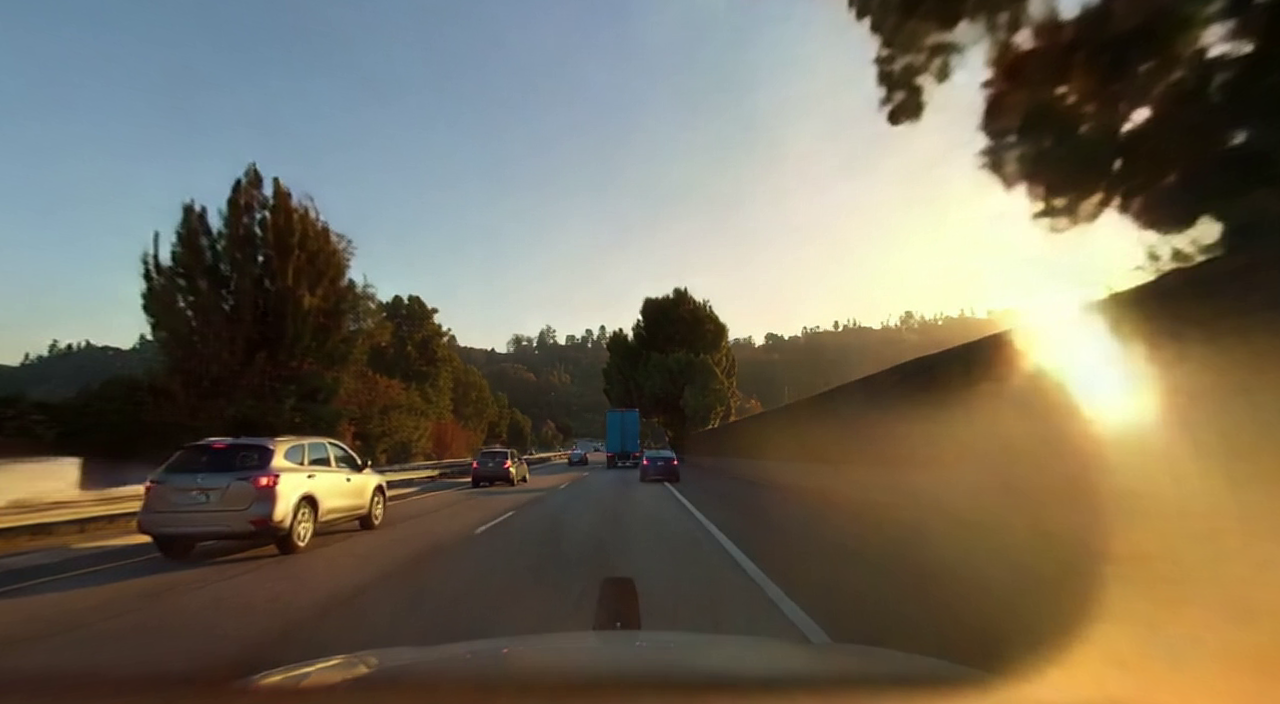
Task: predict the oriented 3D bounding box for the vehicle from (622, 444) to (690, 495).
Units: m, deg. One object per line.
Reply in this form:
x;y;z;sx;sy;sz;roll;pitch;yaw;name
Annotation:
0.456;3.838;20.823;2.026;1.489;4.045;0;-9;-1;vehicle

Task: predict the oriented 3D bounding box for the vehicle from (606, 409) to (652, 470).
-0.953;6.746;47.688;3.113;4.066;10.786;0;-9;-2;vehicle

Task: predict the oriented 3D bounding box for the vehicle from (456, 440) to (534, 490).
-5.353;4.228;23.762;2.035;1.664;4.064;0;-9;-1;vehicle

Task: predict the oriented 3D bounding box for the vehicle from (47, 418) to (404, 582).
-5.084;1.849;8.617;2.100;1.671;4.105;0;-9;-1;vehicle
